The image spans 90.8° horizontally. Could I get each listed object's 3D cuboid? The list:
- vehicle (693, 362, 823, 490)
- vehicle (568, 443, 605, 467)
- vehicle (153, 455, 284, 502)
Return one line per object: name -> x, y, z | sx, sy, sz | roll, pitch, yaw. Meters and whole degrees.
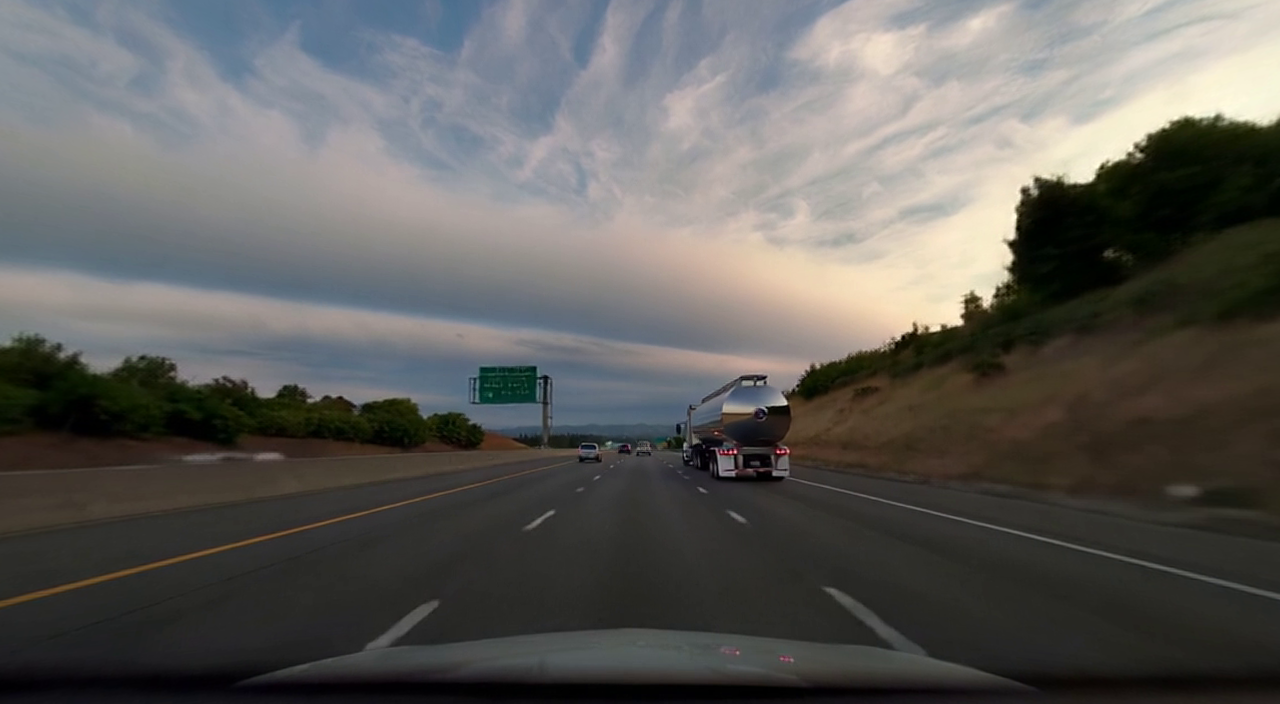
vehicle -> 3.871, 2.890, 23.448 | 2.759, 3.734, 9.708 | 0, -9, -1
vehicle -> -3.396, 6.633, 40.667 | 1.986, 1.458, 4.506 | 0, -9, 0
vehicle -> -14.688, 4.400, 22.298 | 1.806, 1.456, 4.009 | 0, -9, 0
